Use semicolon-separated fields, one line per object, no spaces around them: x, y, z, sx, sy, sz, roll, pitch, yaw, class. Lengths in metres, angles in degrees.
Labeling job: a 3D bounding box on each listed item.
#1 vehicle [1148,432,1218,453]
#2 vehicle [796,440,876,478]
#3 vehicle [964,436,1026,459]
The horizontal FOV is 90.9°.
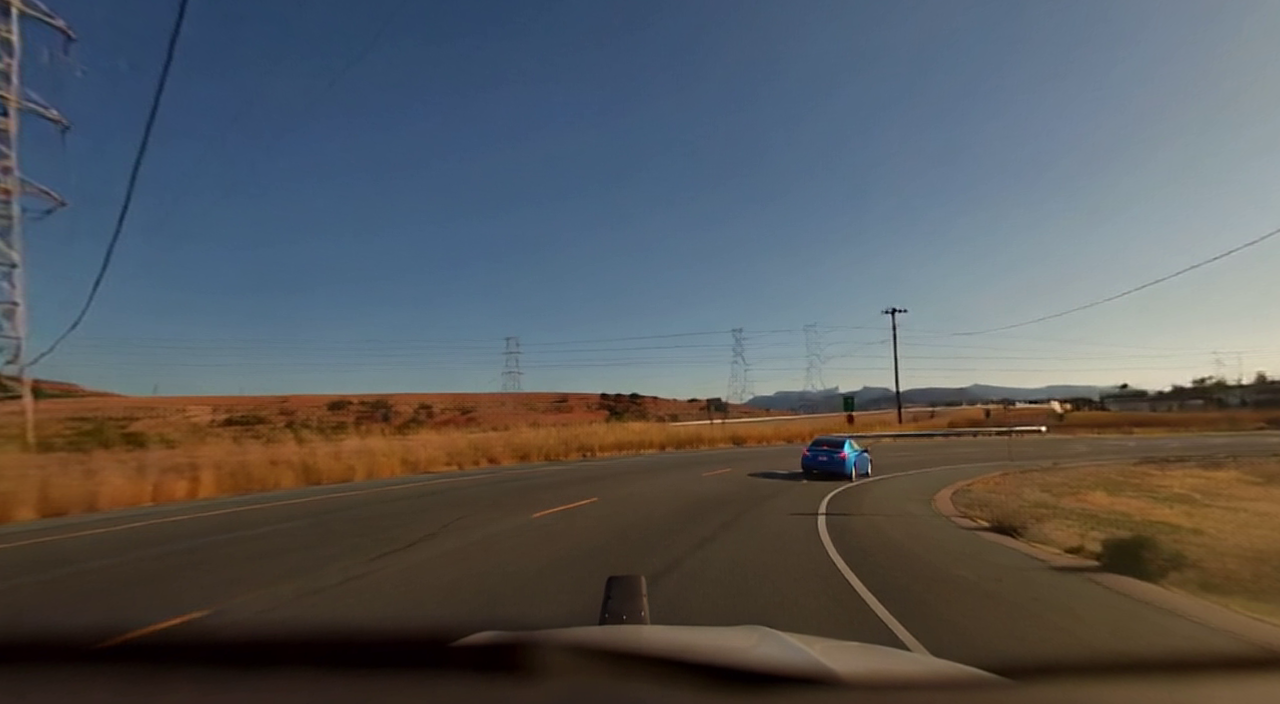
42.412;7.062;49.273;4.102;1.552;1.931;2;-8;-12;vehicle
8.240;4.392;26.227;2.026;1.407;4.374;-5;-10;32;vehicle
24.048;6.450;42.653;4.307;1.465;1.836;6;-10;-35;vehicle
